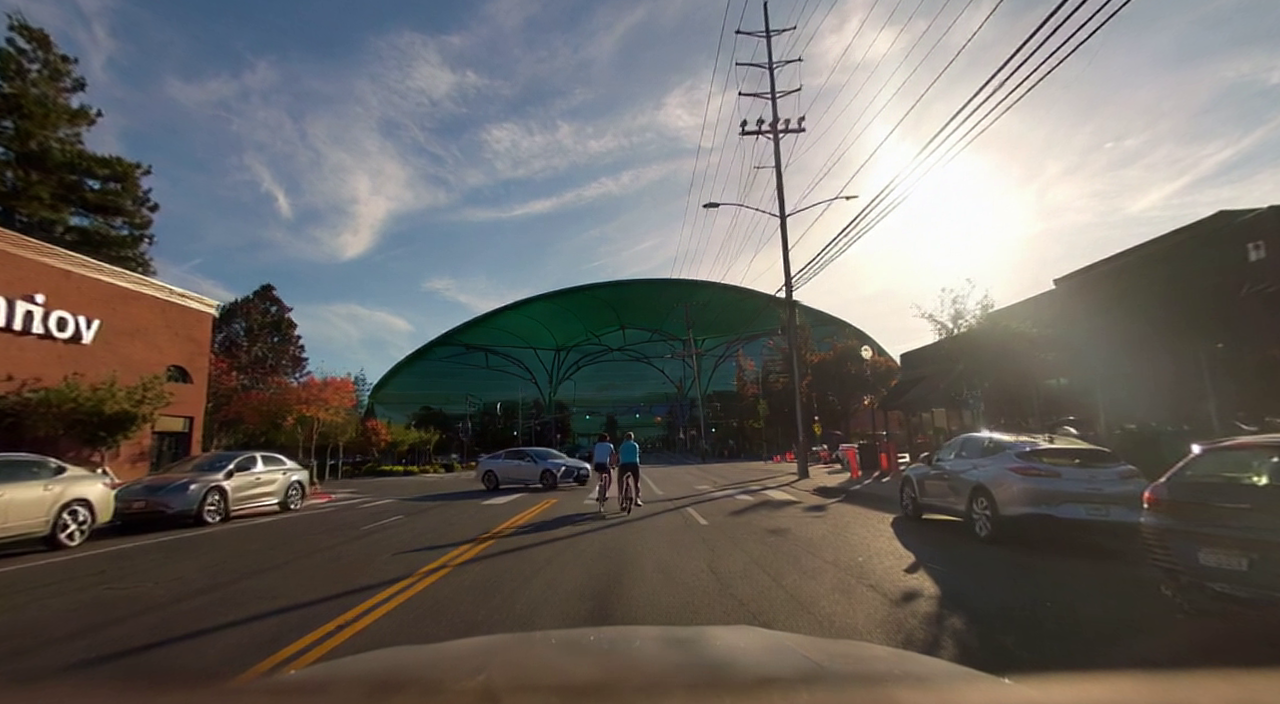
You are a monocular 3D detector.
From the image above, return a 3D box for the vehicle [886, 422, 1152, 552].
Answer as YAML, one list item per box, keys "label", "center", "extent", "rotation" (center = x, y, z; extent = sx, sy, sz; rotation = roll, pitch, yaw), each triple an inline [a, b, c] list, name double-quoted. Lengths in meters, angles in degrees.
- label: "vehicle"
  center: [5.834, 2.093, 10.461]
  extent: [1.873, 1.714, 3.979]
  rotation: [0, -8, -1]

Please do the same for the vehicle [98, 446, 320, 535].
- label: "vehicle"
  center: [-10.283, 3.276, 15.727]
  extent: [2.075, 1.816, 4.900]
  rotation: [0, -8, -1]

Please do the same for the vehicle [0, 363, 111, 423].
- label: "vehicle"
  center: [-17.262, 1.169, 17.400]
  extent: [3.750, 1.495, 1.727]
  rotation: [-1, -8, -2]

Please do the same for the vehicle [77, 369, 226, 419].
- label: "vehicle"
  center: [-17.108, 1.506, 22.269]
  extent: [3.685, 1.584, 1.708]
  rotation: [1, -9, -3]

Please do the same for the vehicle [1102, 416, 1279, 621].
- label: "vehicle"
  center: [5.894, 1.255, 4.666]
  extent: [1.900, 1.566, 3.995]
  rotation: [0, -8, 0]

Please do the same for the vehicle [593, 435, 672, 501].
- label: "vehicle"
  center: [-0.175, 3.505, 19.473]
  extent: [2.190, 1.783, 4.048]
  rotation: [0, -8, 1]

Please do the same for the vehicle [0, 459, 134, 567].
- label: "vehicle"
  center: [-10.217, 2.374, 9.205]
  extent: [1.904, 1.495, 4.585]
  rotation: [0, -8, -1]

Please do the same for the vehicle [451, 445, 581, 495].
- label: "vehicle"
  center: [-5.040, 4.740, 25.742]
  extent: [4.961, 1.832, 2.287]
  rotation: [2, -9, -13]
